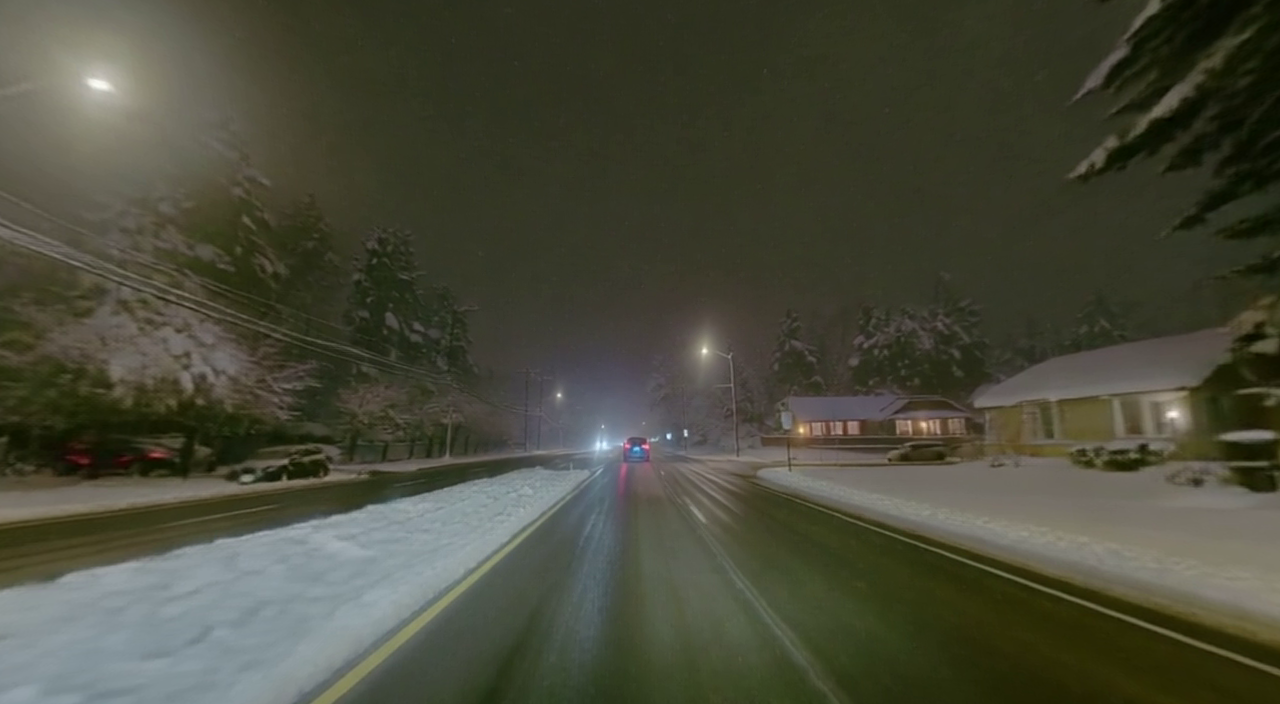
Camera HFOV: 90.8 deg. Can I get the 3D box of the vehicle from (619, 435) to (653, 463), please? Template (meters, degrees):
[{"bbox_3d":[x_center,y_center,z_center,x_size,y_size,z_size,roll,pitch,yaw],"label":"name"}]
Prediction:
[{"bbox_3d":[-0.266,6.662,43.583,2.230,1.827,4.298,0,-8,0],"label":"vehicle"}]

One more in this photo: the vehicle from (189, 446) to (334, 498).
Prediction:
[{"bbox_3d":[-12.344,3.902,21.020,2.090,1.478,4.376,0,-8,1],"label":"vehicle"}]

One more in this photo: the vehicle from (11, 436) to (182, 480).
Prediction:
[{"bbox_3d":[-21.054,4.102,24.639,4.773,1.625,1.933,1,-8,-2],"label":"vehicle"}]
